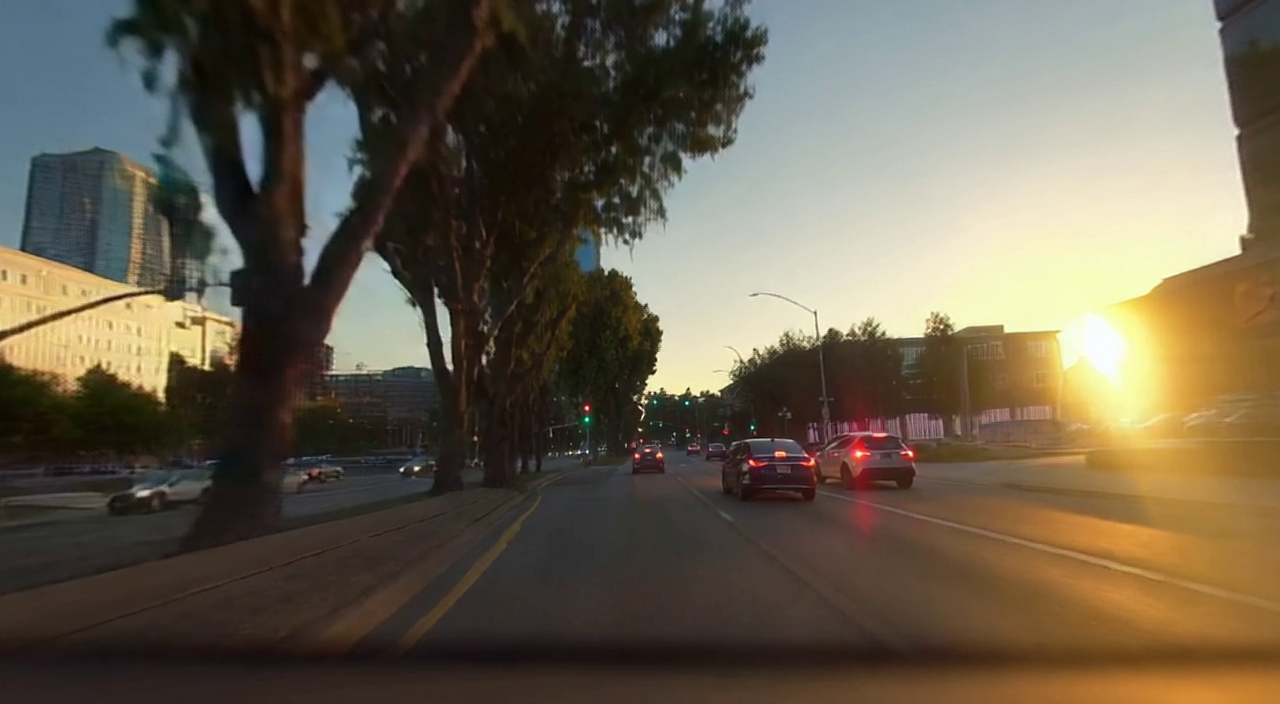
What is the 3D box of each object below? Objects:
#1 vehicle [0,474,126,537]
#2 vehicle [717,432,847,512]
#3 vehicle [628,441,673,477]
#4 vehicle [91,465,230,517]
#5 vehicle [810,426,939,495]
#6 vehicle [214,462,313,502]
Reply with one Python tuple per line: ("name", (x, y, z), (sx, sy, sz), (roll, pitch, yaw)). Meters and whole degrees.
("vehicle", (-18.693, 4.676, 19.599), (1.786, 1.523, 4.309), (0, -8, -1))
("vehicle", (3.142, 2.762, 15.089), (1.931, 1.591, 4.708), (0, -8, -1))
("vehicle", (0.441, 5.337, 31.783), (2.125, 1.669, 3.880), (0, -8, -1))
("vehicle", (-18.766, 5.427, 24.985), (2.049, 1.678, 4.376), (0, -8, 0))
("vehicle", (6.801, 3.200, 18.964), (1.963, 1.783, 4.722), (0, -8, -1))
("vehicle", (-18.606, 6.417, 31.449), (1.956, 1.647, 4.643), (0, -8, 1))
